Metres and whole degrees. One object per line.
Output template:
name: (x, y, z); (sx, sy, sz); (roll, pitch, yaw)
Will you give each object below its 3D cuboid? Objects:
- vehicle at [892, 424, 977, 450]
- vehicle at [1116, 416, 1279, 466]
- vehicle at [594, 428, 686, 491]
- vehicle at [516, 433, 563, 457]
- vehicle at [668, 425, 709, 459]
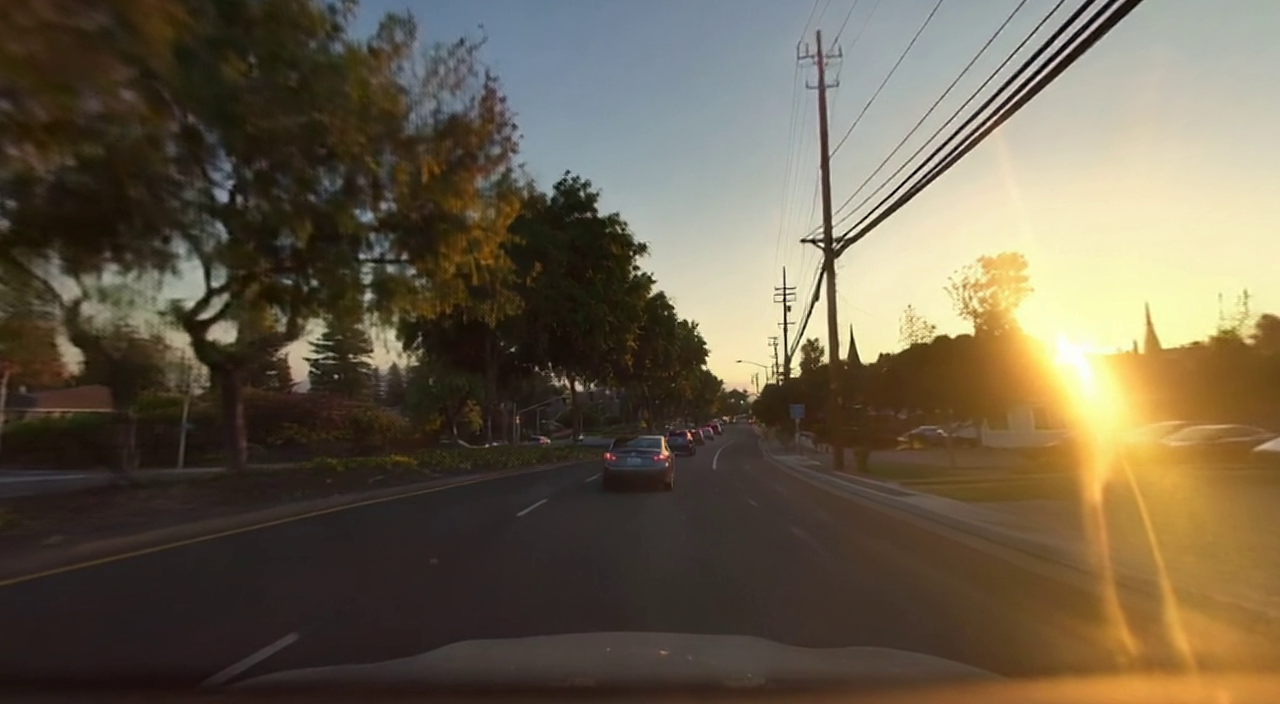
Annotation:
vehicle: (19.913, 5.798, 42.827); (4.739, 1.708, 1.976); (-2, -9, 8)
vehicle: (21.111, 3.323, 23.660); (4.667, 1.647, 2.093); (1, -7, 7)
vehicle: (0.132, 2.868, 17.117); (2.117, 1.474, 4.036); (-1, -8, 5)
vehicle: (-6.631, 6.212, 41.964); (1.983, 1.485, 4.159); (-1, -8, 7)
vehicle: (3.051, 5.574, 38.857); (2.158, 1.939, 4.935); (-2, -8, 8)
